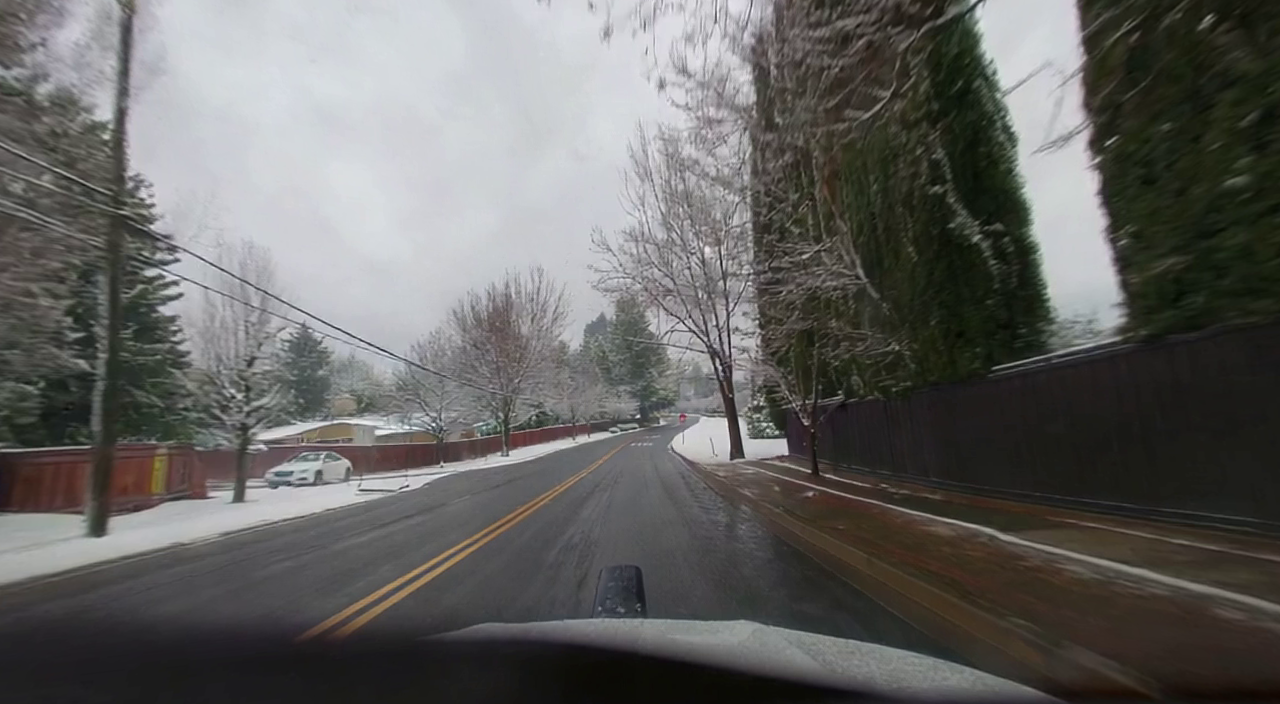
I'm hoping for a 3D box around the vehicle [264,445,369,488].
[{"bbox_3d":[-14.847,5.248,29.397,2.305,1.793,4.883,0,-8,0],"label":"vehicle"}]
